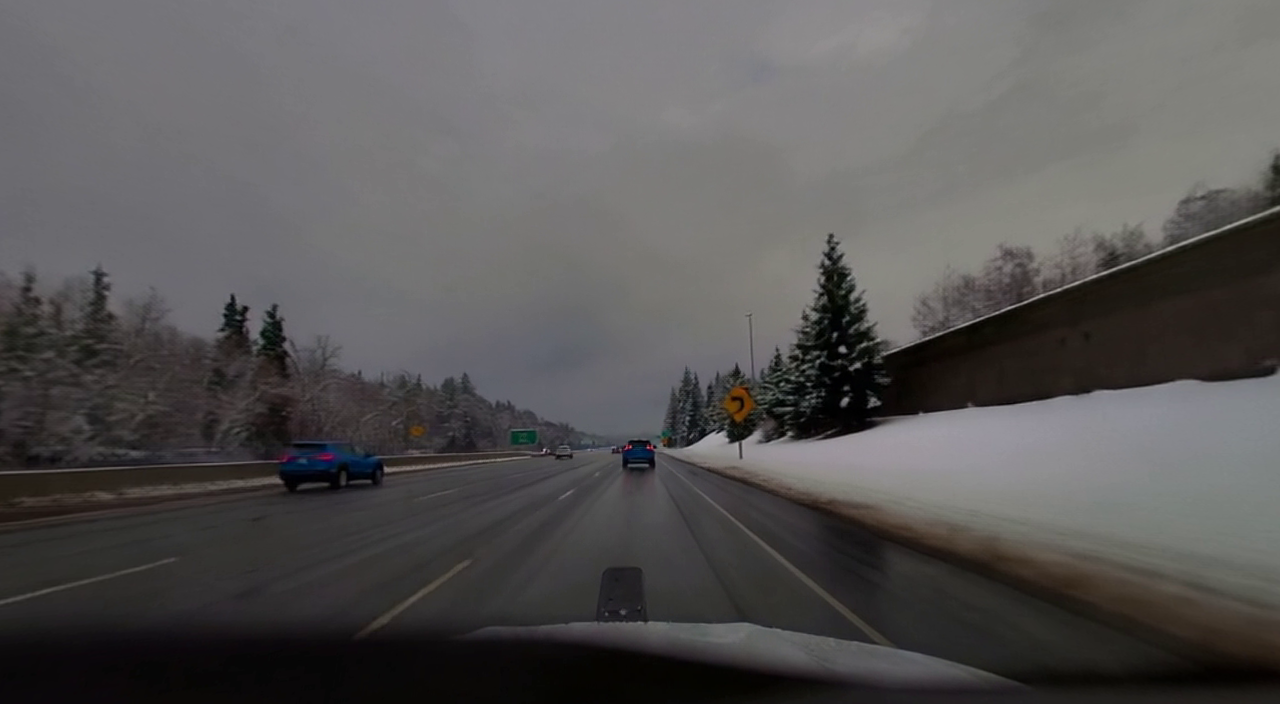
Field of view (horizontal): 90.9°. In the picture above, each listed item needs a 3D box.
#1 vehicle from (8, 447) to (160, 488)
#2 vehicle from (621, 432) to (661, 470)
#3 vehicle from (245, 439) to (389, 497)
[{"bbox_3d":[-23.463,4.866,26.942,2.049,1.557,4.828,0,-8,1],"label":"vehicle"},{"bbox_3d":[0.057,6.026,38.597,2.318,2.145,4.561,0,-8,0],"label":"vehicle"},{"bbox_3d":[-10.242,3.687,20.547,2.037,1.661,4.885,0,-8,1],"label":"vehicle"}]
